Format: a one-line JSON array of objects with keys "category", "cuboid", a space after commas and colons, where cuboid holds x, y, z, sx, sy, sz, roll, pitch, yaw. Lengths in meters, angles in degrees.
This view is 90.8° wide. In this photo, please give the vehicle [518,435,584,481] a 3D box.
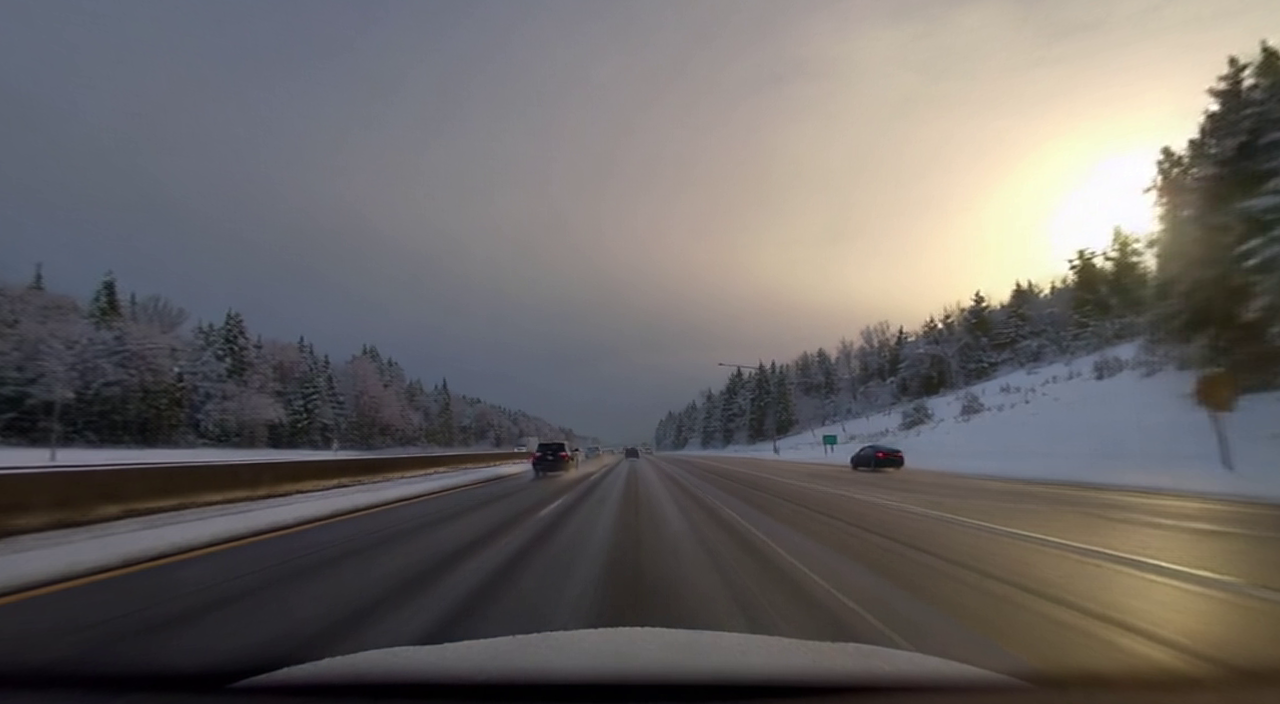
[{"category": "vehicle", "cuboid": [-3.663, 4.472, 26.869, 2.114, 1.774, 4.427, 0, -9, 0]}]
